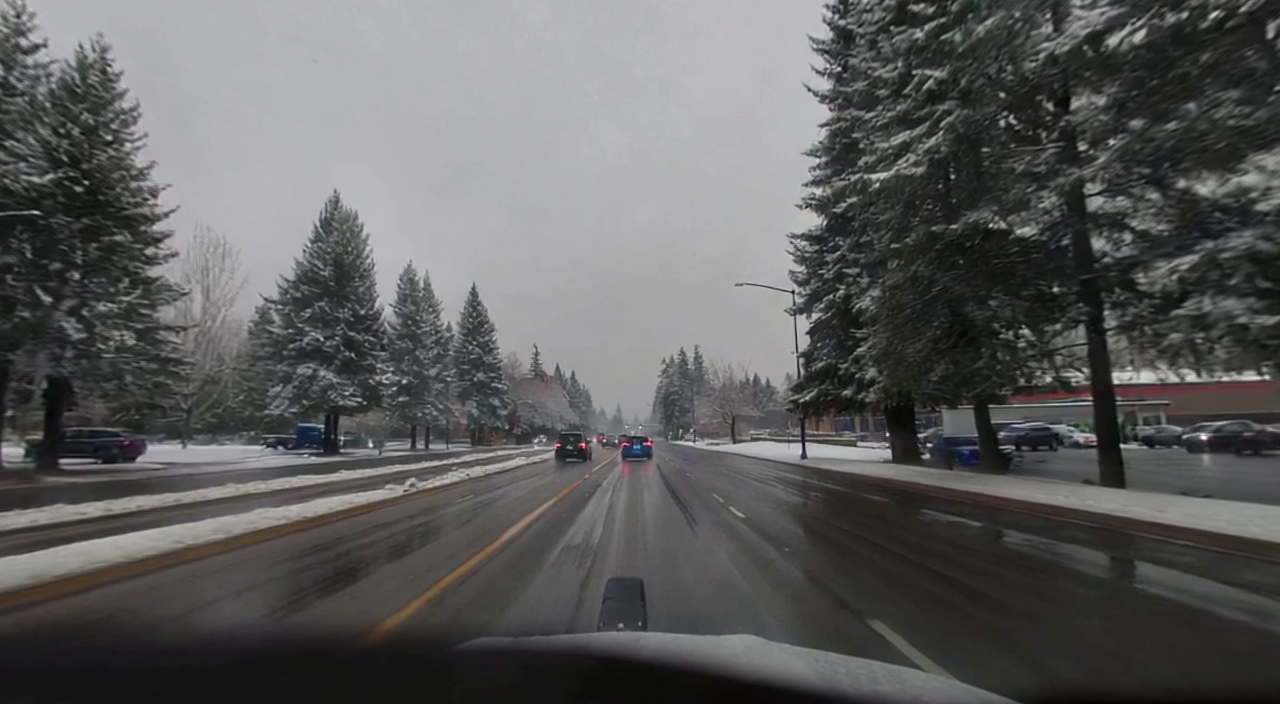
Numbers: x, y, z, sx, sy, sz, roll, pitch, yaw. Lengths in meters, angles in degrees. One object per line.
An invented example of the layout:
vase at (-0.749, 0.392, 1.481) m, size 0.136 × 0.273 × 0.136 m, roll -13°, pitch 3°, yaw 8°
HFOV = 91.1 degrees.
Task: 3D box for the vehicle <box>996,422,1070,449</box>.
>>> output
vehicle at (30.483, 6.563, 48.911) m, size 2.225 × 1.995 × 5.253 m, roll 0°, pitch -8°, yaw -1°

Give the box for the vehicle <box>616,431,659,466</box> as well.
vehicle at (-0.103, 4.882, 31.884) m, size 2.042 × 1.641 × 4.187 m, roll 0°, pitch -8°, yaw 0°

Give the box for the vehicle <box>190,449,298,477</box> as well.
vehicle at (-21.804, 6.103, 34.799) m, size 2.026 × 1.425 × 4.595 m, roll -4°, pitch -9°, yaw 26°

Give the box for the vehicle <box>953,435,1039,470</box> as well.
vehicle at (14.864, 4.153, 26.135) m, size 3.703 × 1.353 × 1.993 m, roll 8°, pitch -11°, yaw -42°

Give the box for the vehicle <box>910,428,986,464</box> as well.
vehicle at (14.813, 4.485, 30.100) m, size 1.944 × 1.595 × 4.090 m, roll -8°, pitch -12°, yaw 44°

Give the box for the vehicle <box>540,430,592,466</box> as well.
vehicle at (-3.772, 5.004, 32.835) m, size 2.113 × 1.713 × 4.422 m, roll 0°, pitch -8°, yaw 1°

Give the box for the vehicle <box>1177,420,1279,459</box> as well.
vehicle at (33.382, 4.737, 34.579) m, size 2.214 × 1.871 × 5.919 m, roll -1°, pitch -6°, yaw -3°

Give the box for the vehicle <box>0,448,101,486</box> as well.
vehicle at (-28.205, 5.294, 29.192) m, size 4.578 × 1.662 × 2.064 m, roll -1°, pitch -9°, yaw 8°

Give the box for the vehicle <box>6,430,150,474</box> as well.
vehicle at (-35.410, 6.286, 39.674) m, size 6.696 × 2.642 × 2.566 m, roll 0°, pitch -8°, yaw 4°

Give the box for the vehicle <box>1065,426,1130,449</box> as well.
vehicle at (35.071, 6.600, 48.224) m, size 1.903 × 1.630 × 3.895 m, roll 0°, pitch -8°, yaw -1°
